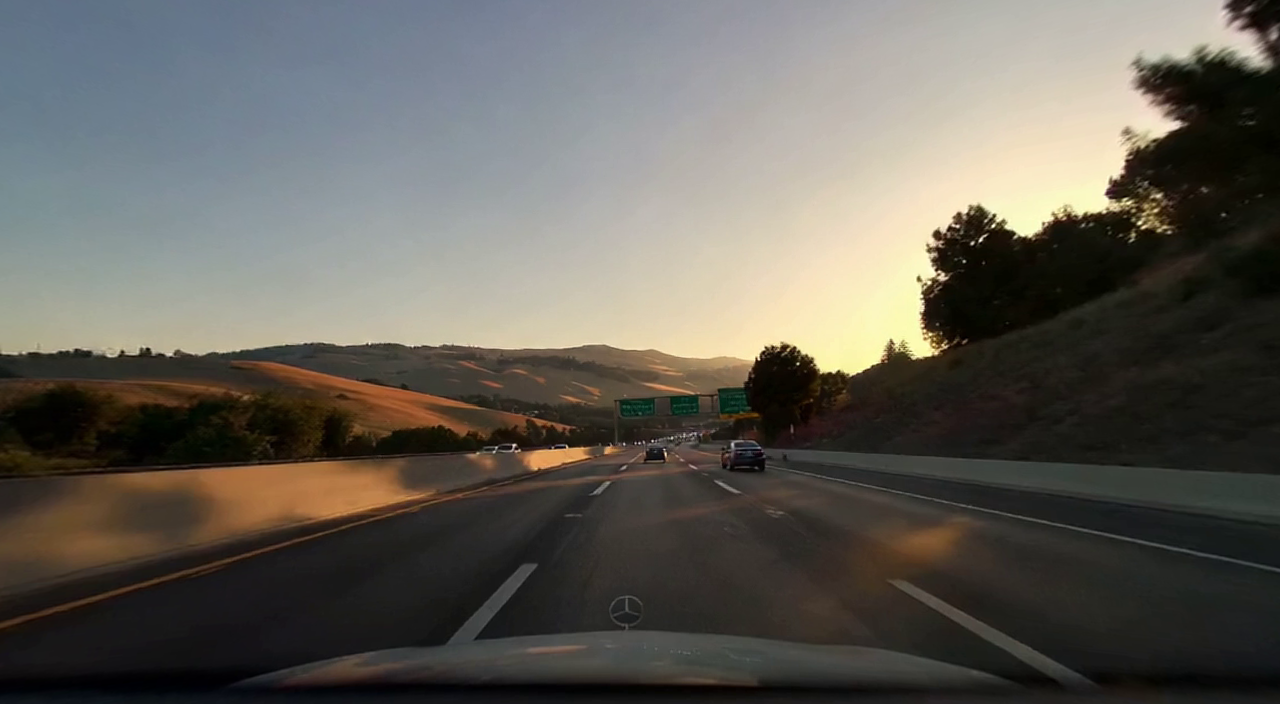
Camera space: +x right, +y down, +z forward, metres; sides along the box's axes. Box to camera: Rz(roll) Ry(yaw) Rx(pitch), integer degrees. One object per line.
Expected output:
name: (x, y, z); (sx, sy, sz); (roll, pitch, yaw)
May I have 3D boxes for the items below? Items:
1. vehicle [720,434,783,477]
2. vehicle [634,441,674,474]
vehicle: (4.309, 4.057, 24.941); (1.770, 1.566, 4.282); (0, -8, 0)
vehicle: (0.615, 4.725, 28.424); (1.683, 1.400, 3.868); (0, -8, 1)
